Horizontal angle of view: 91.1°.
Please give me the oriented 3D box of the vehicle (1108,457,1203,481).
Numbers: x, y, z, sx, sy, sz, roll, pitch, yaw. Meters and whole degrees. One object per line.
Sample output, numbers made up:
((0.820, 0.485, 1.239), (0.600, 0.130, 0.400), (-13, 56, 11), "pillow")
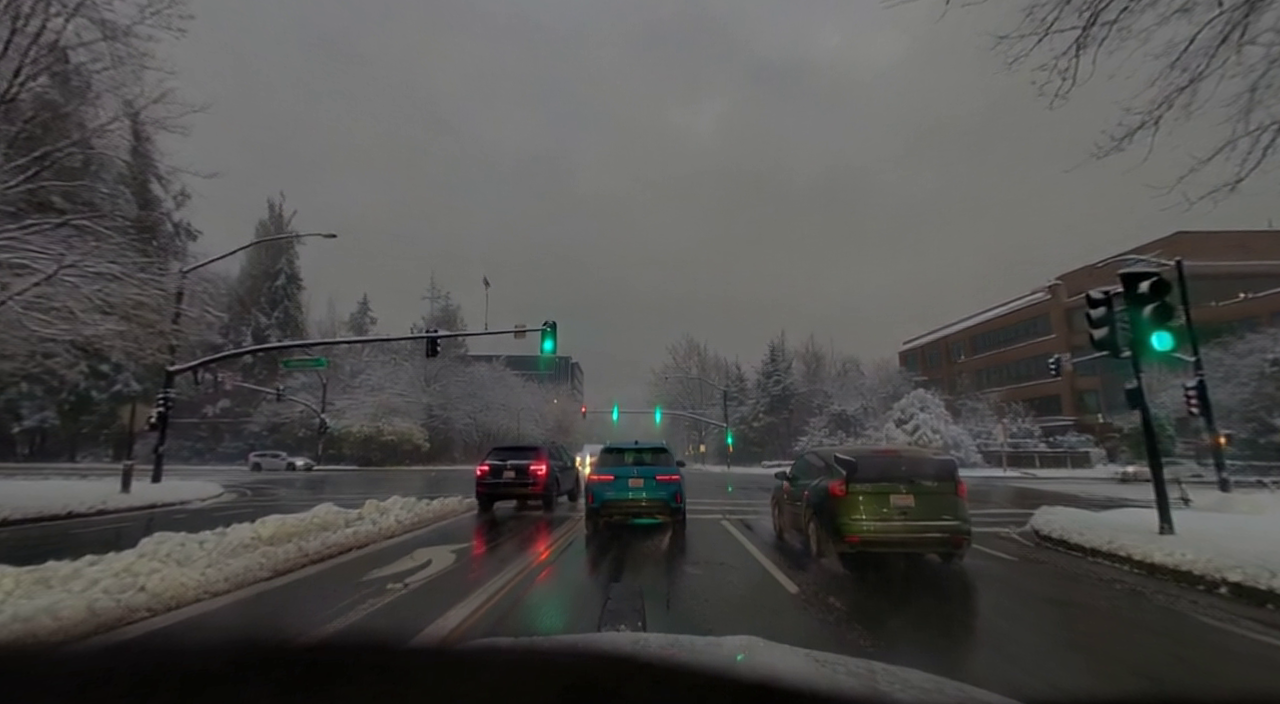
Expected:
((36.650, 8.308, 44.720), (4.705, 1.631, 2.053), (-1, -9, 10), "vehicle")

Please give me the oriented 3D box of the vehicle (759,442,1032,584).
((3.134, 2.049, 8.959), (2.056, 1.468, 4.520), (0, -9, 1), "vehicle")

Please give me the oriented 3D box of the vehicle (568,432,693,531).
((-0.136, 2.520, 12.828), (2.108, 1.654, 4.235), (0, -9, 1), "vehicle")

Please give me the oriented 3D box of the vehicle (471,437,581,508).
((-2.875, 3.125, 16.761), (1.987, 1.633, 4.005), (0, -9, 3), "vehicle")
